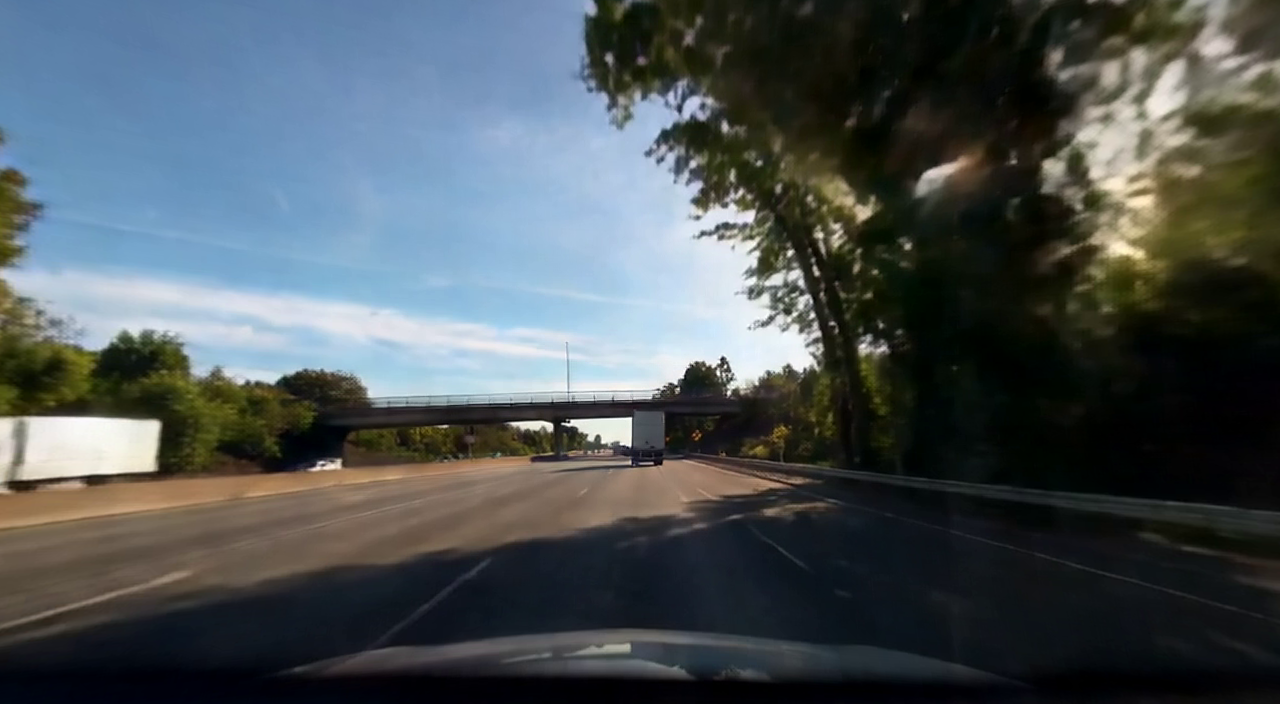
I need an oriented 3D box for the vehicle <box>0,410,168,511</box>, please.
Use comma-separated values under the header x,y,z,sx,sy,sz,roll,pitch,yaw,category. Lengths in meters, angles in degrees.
x,y,z,sx,sy,sz,roll,pitch,yaw,category
-24.665,4.479,26.265,2.844,3.634,9.043,0,-9,1,vehicle
